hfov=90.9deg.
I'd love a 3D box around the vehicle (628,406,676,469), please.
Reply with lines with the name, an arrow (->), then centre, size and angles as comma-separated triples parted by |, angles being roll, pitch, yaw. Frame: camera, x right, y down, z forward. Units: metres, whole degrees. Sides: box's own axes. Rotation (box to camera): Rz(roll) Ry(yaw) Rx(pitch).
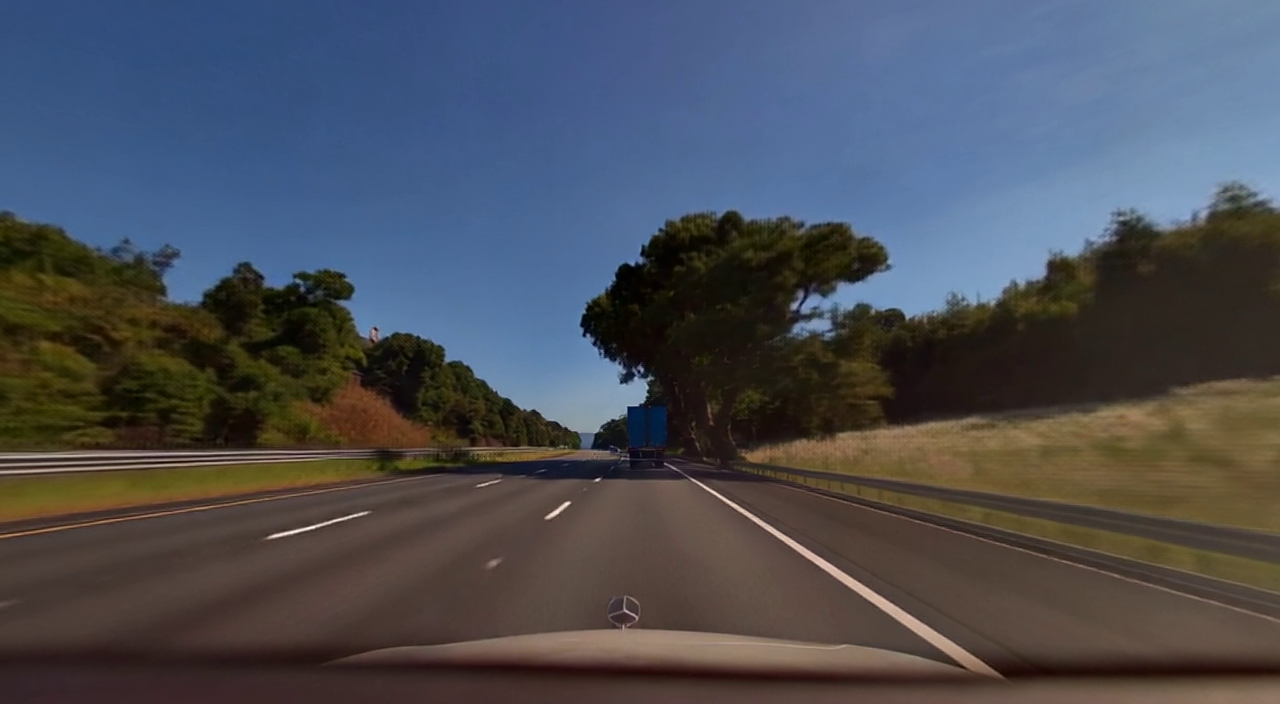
vehicle -> 0.704, 6.311, 45.961 | 3.055, 4.009, 10.972 | 0, -9, -1
